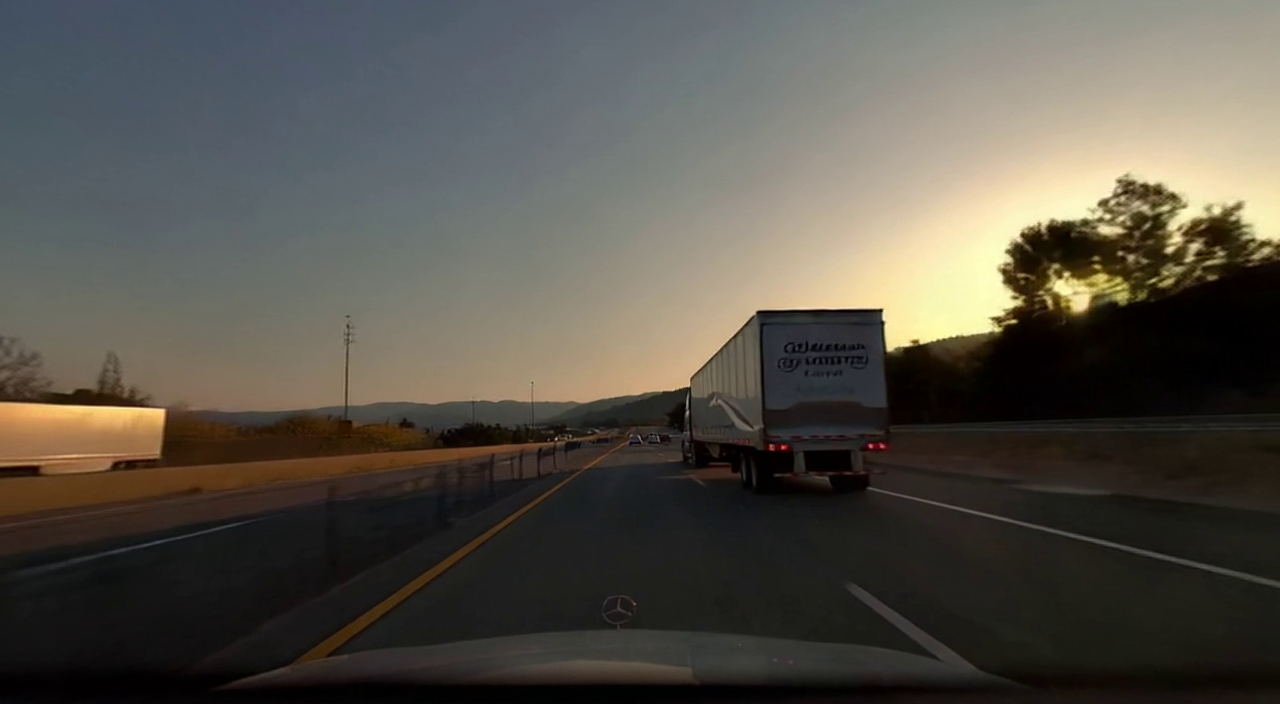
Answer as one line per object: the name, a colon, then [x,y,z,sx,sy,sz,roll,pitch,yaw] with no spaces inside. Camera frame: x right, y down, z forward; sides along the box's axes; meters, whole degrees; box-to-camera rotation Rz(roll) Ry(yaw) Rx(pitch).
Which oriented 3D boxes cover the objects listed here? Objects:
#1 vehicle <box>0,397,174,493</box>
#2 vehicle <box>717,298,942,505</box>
vehicle: [-29.203,4.291,29.165,2.918,4.122,14.289,-1,-8,6]
vehicle: [4.027,1.444,15.971,2.888,3.866,8.380,0,-8,-1]
